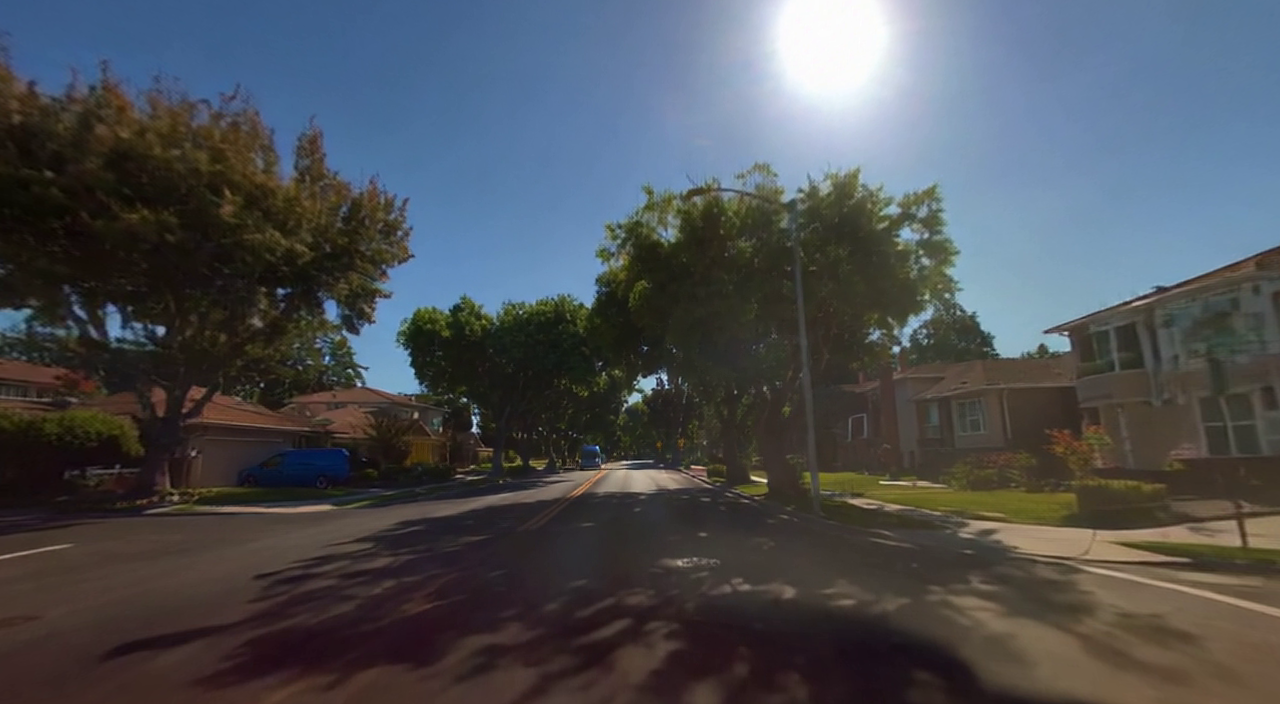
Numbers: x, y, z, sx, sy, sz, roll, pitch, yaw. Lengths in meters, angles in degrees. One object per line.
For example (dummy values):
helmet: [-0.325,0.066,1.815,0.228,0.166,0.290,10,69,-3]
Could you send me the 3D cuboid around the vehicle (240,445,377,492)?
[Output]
vehicle: [-14.472,5.051,27.894,2.145,1.839,4.837,-6,-10,33]
